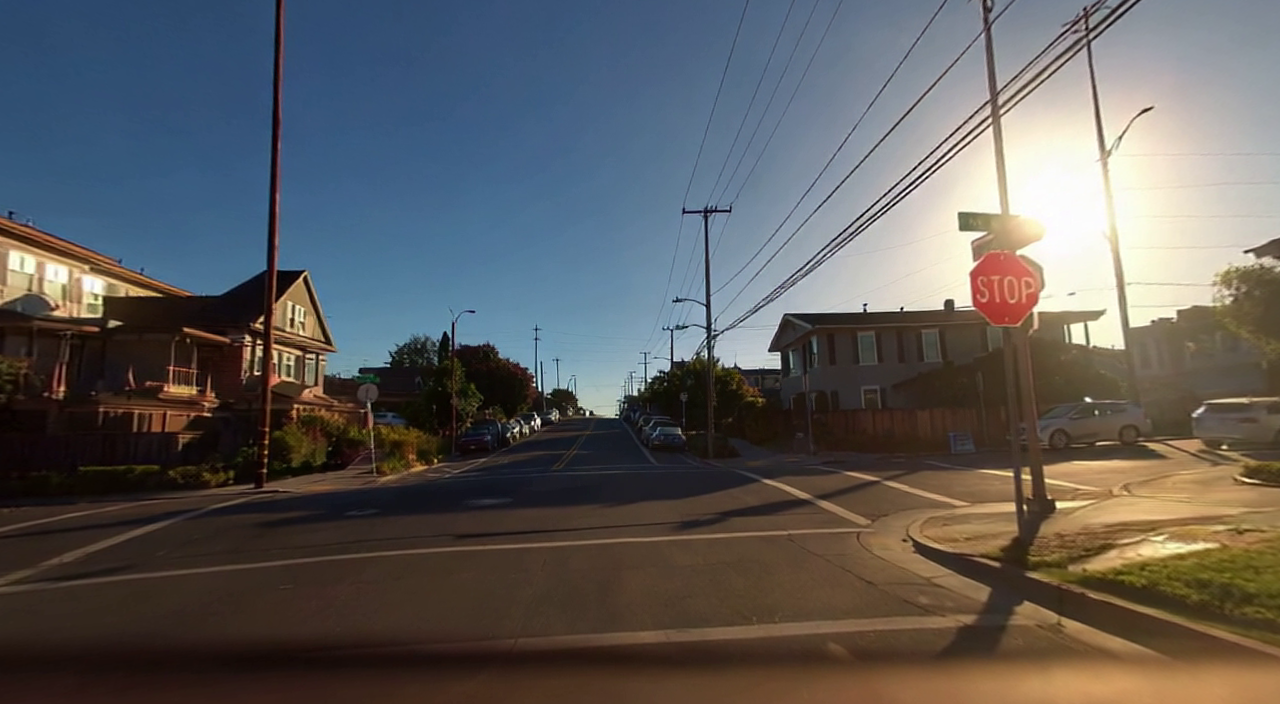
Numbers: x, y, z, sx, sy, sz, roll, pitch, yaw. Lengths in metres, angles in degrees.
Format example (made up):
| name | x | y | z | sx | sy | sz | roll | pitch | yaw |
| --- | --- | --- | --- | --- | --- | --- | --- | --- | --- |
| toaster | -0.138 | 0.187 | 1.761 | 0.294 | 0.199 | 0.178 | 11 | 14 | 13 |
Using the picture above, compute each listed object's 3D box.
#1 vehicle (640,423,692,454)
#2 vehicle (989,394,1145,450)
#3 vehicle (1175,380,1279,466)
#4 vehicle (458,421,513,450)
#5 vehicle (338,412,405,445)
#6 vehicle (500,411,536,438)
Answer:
| name | x | y | z | sx | sy | sz | roll | pitch | yaw |
| --- | --- | --- | --- | --- | --- | --- | --- | --- | --- |
| vehicle | 1.260 | 4.462 | 32.494 | 2.120 | 1.487 | 4.360 | 0 | -8 | -5 |
| vehicle | 16.861 | 2.814 | 25.051 | 4.985 | 2.088 | 2.141 | 2 | -9 | -13 |
| vehicle | 15.443 | 1.693 | 14.785 | 4.389 | 1.818 | 2.062 | 2 | -9 | -13 |
| vehicle | -8.826 | 4.882 | 36.538 | 2.065 | 1.553 | 4.636 | 0 | -8 | -1 |
| vehicle | -14.848 | 4.333 | 35.267 | 1.992 | 1.678 | 4.658 | 0 | -8 | -5 |
| vehicle | -9.356 | 5.642 | 48.777 | 2.104 | 1.898 | 4.396 | 0 | -8 | -3 |
